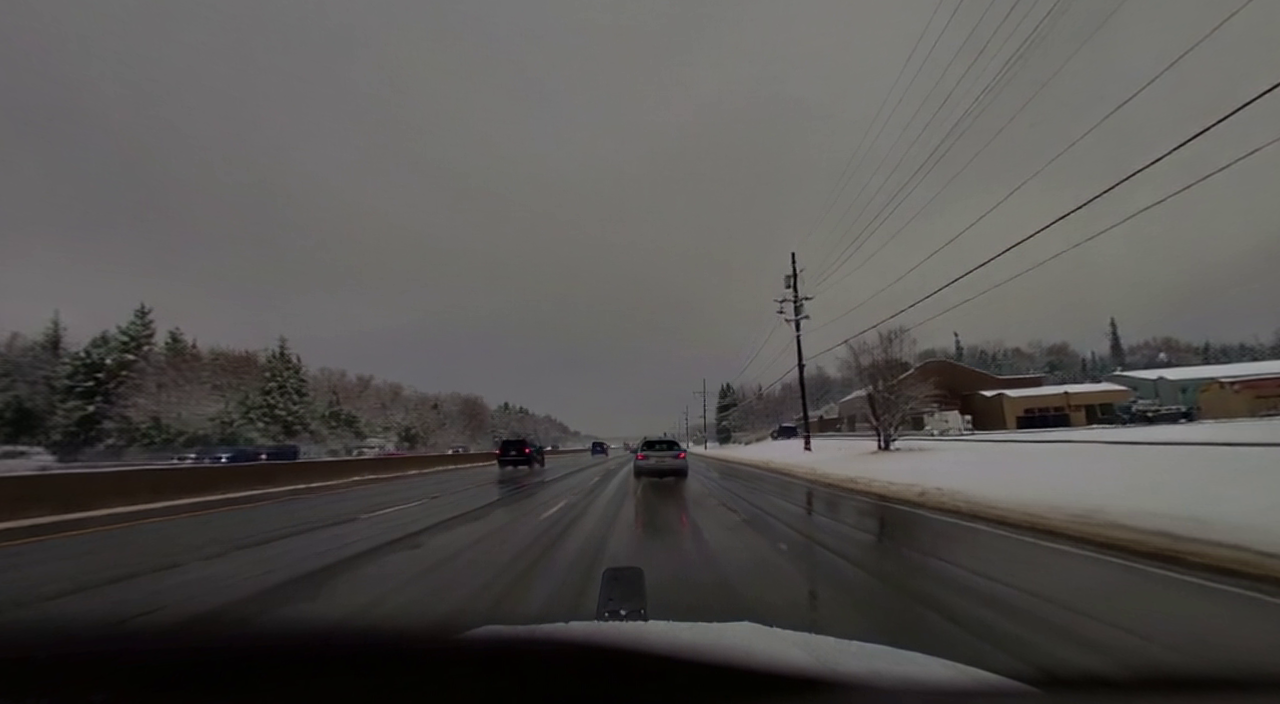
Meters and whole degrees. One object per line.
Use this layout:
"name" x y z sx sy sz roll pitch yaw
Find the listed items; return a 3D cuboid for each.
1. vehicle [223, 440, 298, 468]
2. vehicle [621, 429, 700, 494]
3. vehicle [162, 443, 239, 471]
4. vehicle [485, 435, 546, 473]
"vehicle" -28.183 7.572 47.115 2.154 1.901 5.667 0 -8 -1
"vehicle" 0.546 3.258 19.142 2.134 1.733 4.049 0 -8 0
"vehicle" -24.811 5.921 35.742 1.679 1.481 3.608 0 -8 1
"vehicle" -6.516 5.423 33.692 2.220 1.841 4.516 0 -8 2
